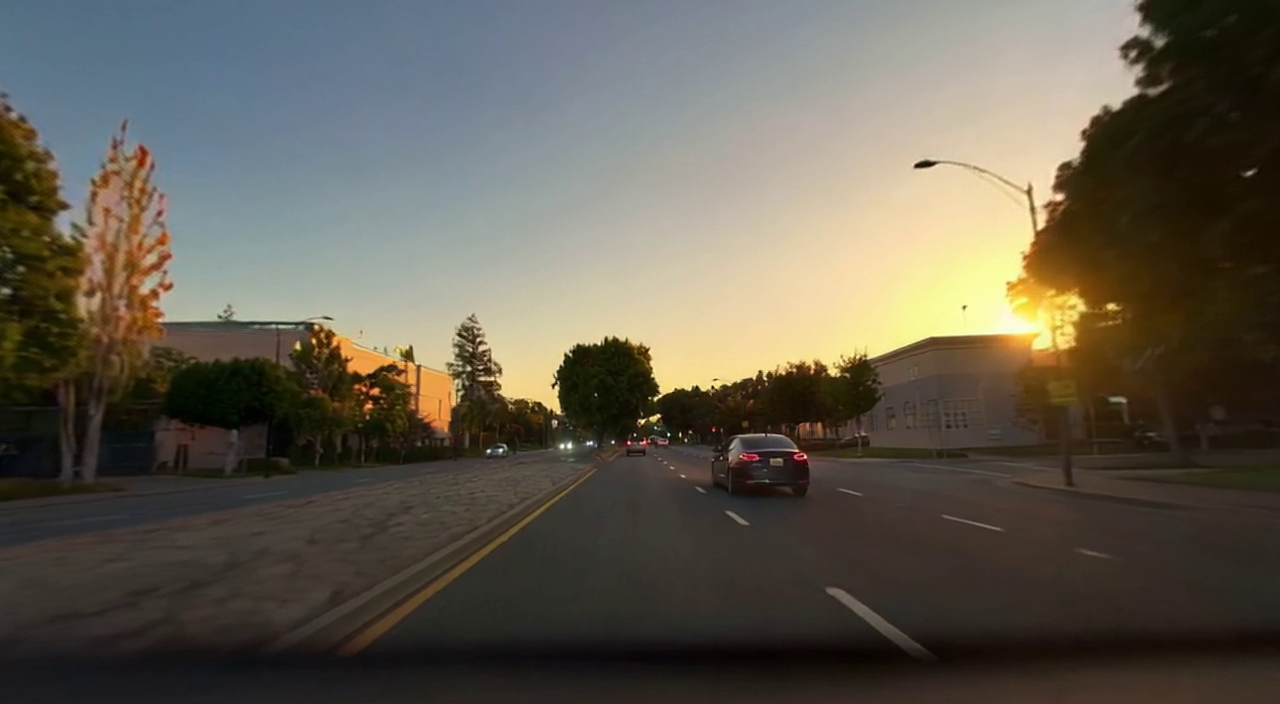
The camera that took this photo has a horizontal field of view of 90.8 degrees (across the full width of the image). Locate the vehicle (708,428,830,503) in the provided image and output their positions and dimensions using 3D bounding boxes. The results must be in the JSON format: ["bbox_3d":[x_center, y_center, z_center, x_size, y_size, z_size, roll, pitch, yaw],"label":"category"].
[{"bbox_3d":[3.079,2.825,16.238,1.995,1.616,4.729,1,-8,-2],"label":"vehicle"}]
